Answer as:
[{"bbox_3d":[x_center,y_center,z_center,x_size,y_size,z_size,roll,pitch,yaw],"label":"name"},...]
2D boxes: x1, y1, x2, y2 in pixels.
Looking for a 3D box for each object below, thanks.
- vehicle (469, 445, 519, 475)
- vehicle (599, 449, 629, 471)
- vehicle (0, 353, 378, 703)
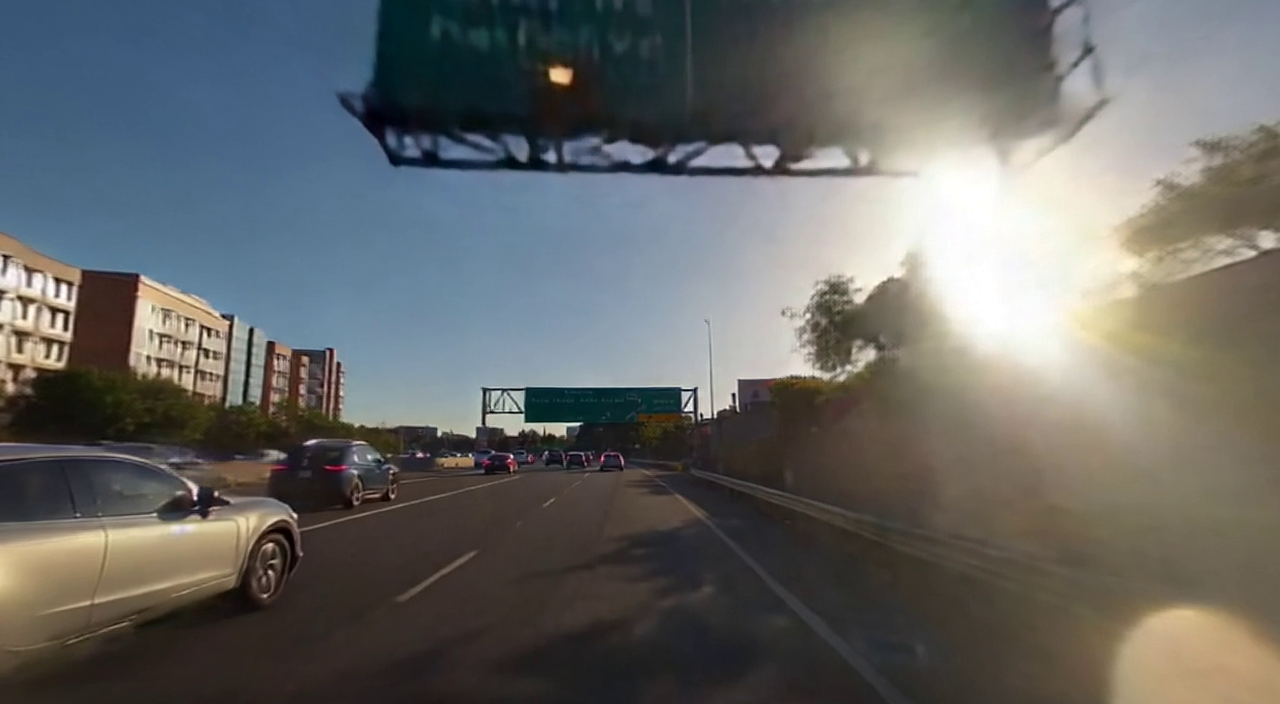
[{"bbox_3d":[-8.827,6.544,38.518,2.065,1.689,4.399,0,-9,-1],"label":"vehicle"},{"bbox_3d":[-1.931,7.874,46.115,2.110,1.501,4.319,0,-9,-3],"label":"vehicle"},{"bbox_3d":[-3.568,1.061,3.737,2.036,1.717,4.592,0,-9,0],"label":"vehicle"}]
